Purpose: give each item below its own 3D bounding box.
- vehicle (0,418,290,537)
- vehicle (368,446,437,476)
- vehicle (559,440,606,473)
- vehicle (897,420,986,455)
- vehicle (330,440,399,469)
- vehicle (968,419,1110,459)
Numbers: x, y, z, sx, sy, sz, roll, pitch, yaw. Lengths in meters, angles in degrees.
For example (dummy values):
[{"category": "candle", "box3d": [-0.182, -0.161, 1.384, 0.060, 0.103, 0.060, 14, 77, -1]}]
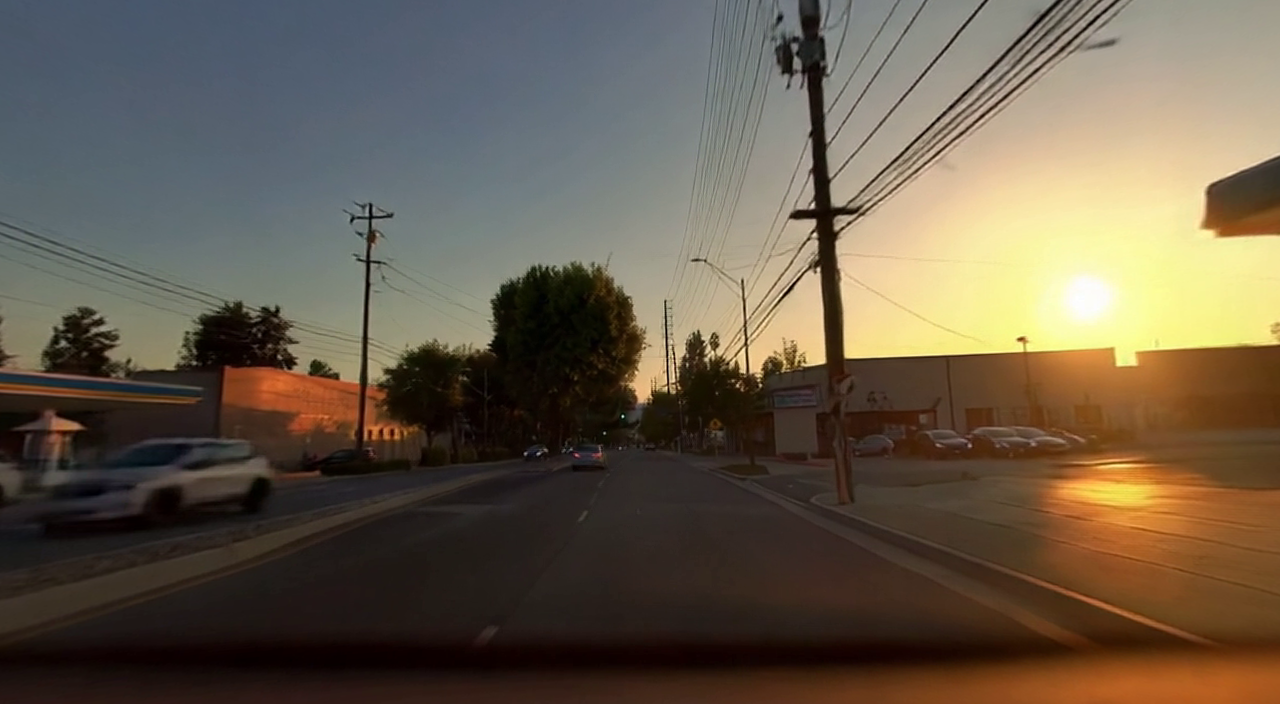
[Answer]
[{"category": "vehicle", "box3d": [-10.448, 2.581, 13.789, 2.437, 2.069, 5.159, -1, -8, 3]}, {"category": "vehicle", "box3d": [-13.696, 6.290, 36.638, 2.091, 1.538, 4.451, -1, -8, 3]}, {"category": "vehicle", "box3d": [-2.903, 5.346, 32.539, 2.073, 1.525, 3.968, 0, -8, 0]}, {"category": "vehicle", "box3d": [18.178, 5.173, 38.332, 2.020, 1.972, 4.983, 2, -7, -16]}, {"category": "vehicle", "box3d": [-21.296, 7.885, 48.651, 5.575, 2.142, 1.996, -6, -9, 33]}, {"category": "vehicle", "box3d": [17.841, 3.910, 28.379, 4.943, 1.646, 2.072, 0, -8, -1]}]
